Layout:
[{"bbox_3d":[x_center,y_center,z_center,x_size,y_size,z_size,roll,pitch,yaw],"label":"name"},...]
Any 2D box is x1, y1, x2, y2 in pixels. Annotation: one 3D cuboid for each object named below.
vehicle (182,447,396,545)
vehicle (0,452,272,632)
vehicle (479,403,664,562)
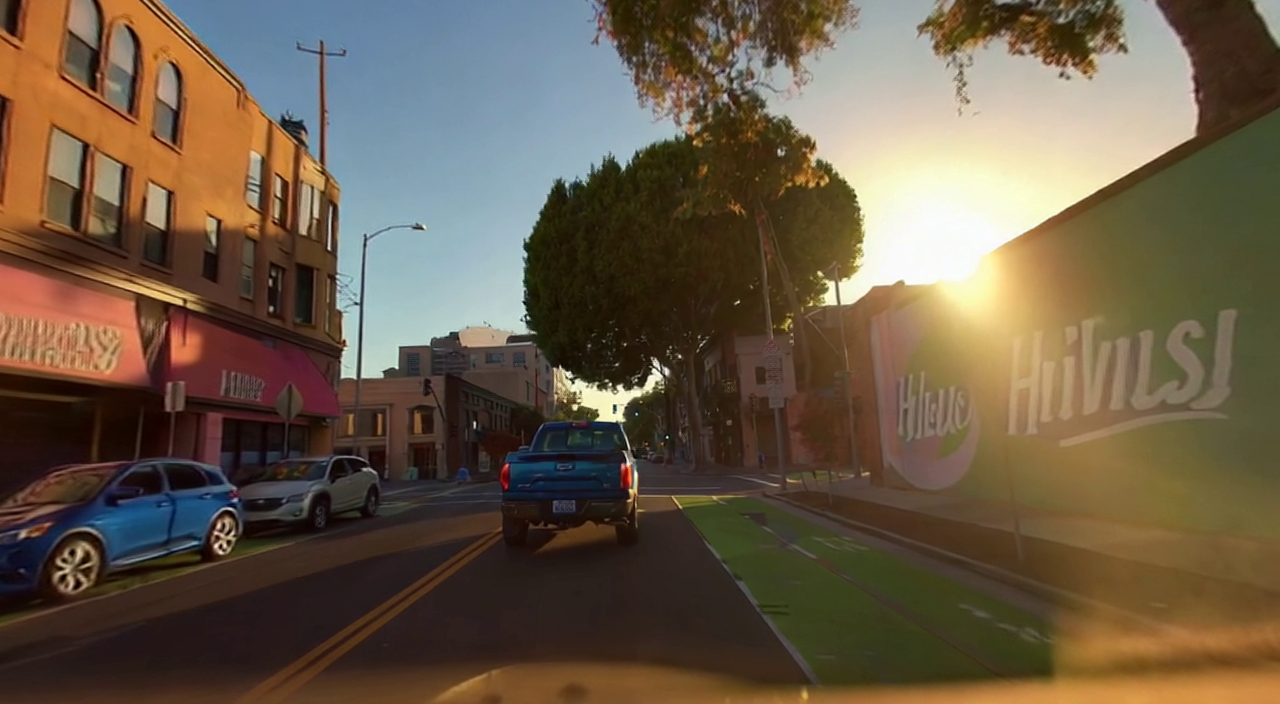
[{"bbox_3d":[-7.422,3.021,14.147,1.884,1.730,5.076,0,-8,0],"label":"vehicle"},{"bbox_3d":[-7.170,2.228,8.480,1.882,1.686,4.489,0,-8,-2],"label":"vehicle"},{"bbox_3d":[-0.802,1.902,9.957,2.215,1.882,4.611,0,-8,0],"label":"vehicle"}]
